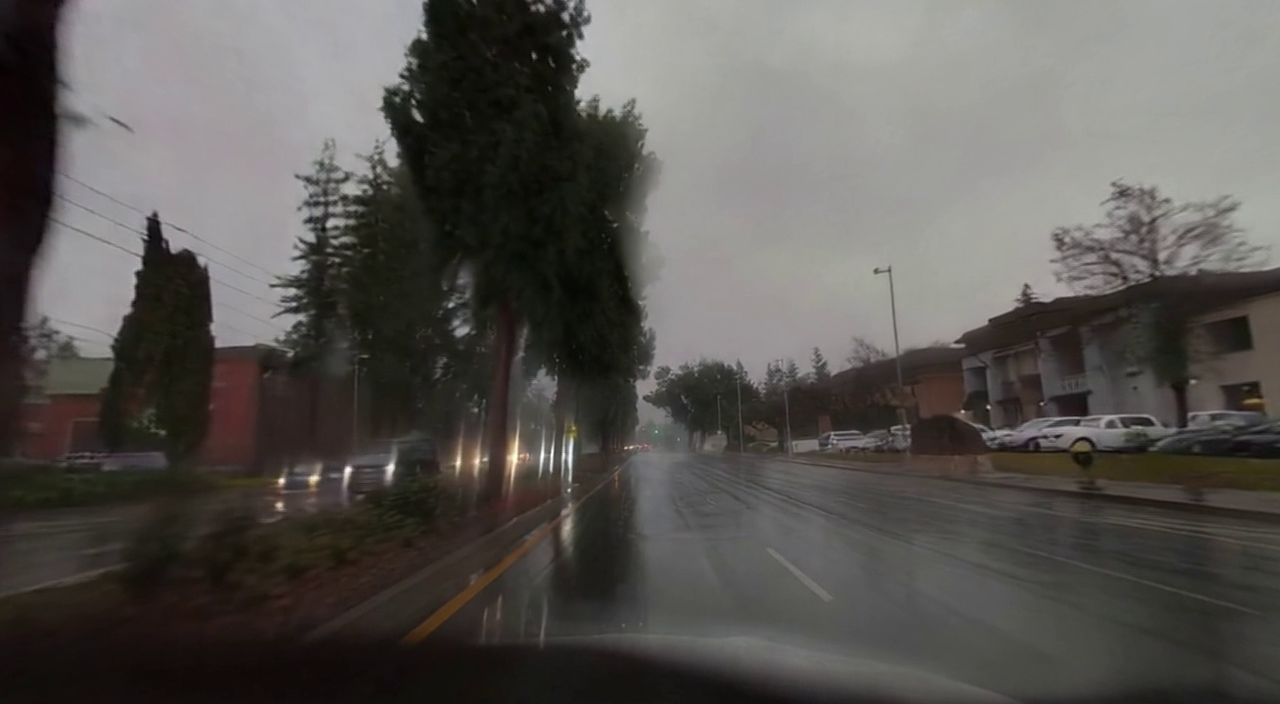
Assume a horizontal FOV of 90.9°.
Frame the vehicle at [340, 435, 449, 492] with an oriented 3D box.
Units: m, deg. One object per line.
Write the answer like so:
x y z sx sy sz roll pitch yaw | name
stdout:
-9.811 4.492 25.784 2.180 2.034 5.429 0 -9 1 | vehicle

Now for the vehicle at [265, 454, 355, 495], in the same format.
-15.561 5.777 30.048 1.930 1.738 4.339 0 -9 0 | vehicle
